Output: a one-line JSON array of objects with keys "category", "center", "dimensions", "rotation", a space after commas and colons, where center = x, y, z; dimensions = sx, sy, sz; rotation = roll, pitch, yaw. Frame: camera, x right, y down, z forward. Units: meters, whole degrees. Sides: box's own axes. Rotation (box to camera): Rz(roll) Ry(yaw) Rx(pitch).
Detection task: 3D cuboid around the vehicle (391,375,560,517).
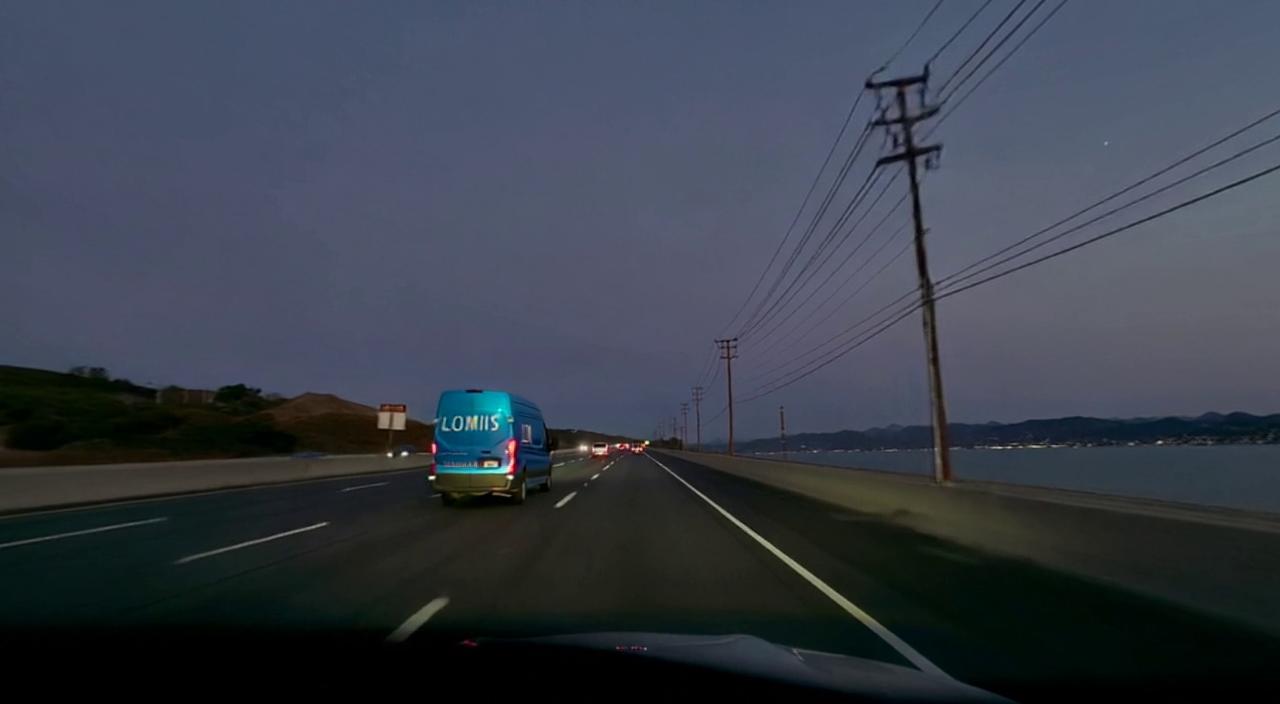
[{"category": "vehicle", "center": [-3.623, 2.314, 15.698], "dimensions": [2.331, 2.757, 6.581], "rotation": [0, -8, 1]}]
